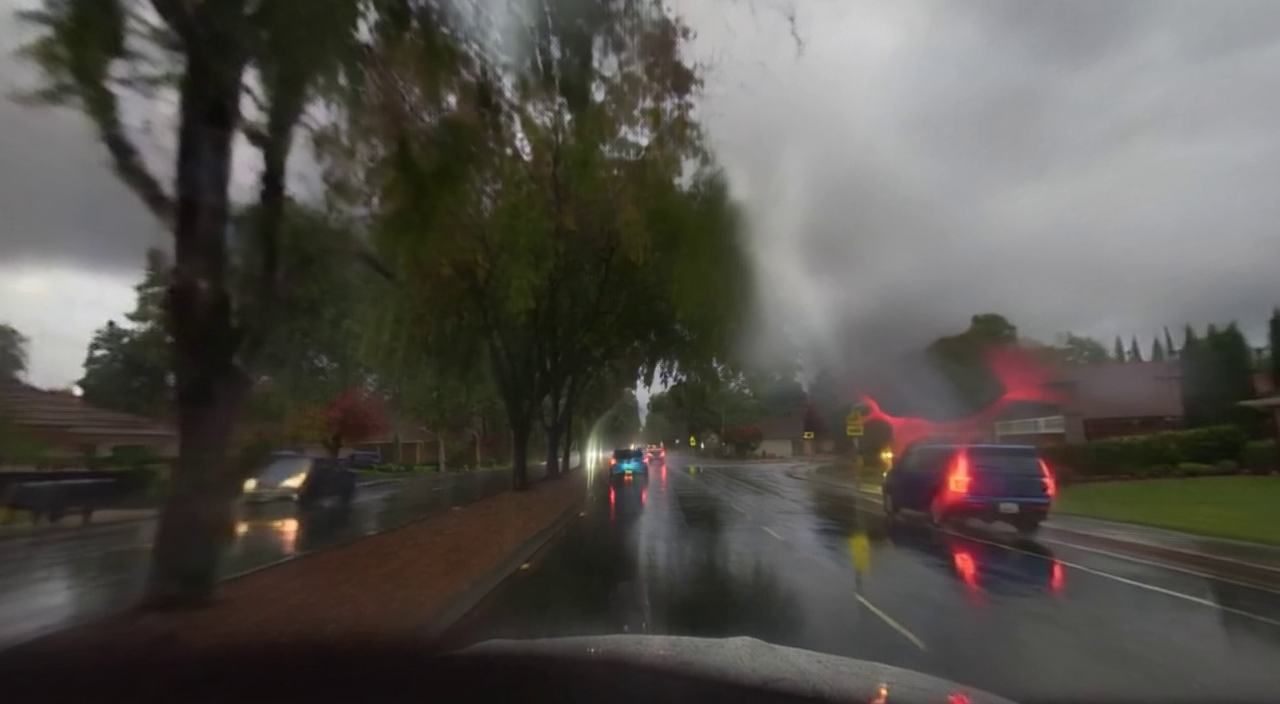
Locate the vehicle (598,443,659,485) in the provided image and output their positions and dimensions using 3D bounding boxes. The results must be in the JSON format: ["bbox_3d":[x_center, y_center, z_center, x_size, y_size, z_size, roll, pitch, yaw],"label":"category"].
[{"bbox_3d":[-0.484,4.371,24.957,2.158,1.469,4.909,0,-9,-2],"label":"vehicle"}]

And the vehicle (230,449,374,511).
[{"bbox_3d":[-9.418,3.553,17.967,1.945,1.530,3.740,-1,-9,1],"label":"vehicle"}]
